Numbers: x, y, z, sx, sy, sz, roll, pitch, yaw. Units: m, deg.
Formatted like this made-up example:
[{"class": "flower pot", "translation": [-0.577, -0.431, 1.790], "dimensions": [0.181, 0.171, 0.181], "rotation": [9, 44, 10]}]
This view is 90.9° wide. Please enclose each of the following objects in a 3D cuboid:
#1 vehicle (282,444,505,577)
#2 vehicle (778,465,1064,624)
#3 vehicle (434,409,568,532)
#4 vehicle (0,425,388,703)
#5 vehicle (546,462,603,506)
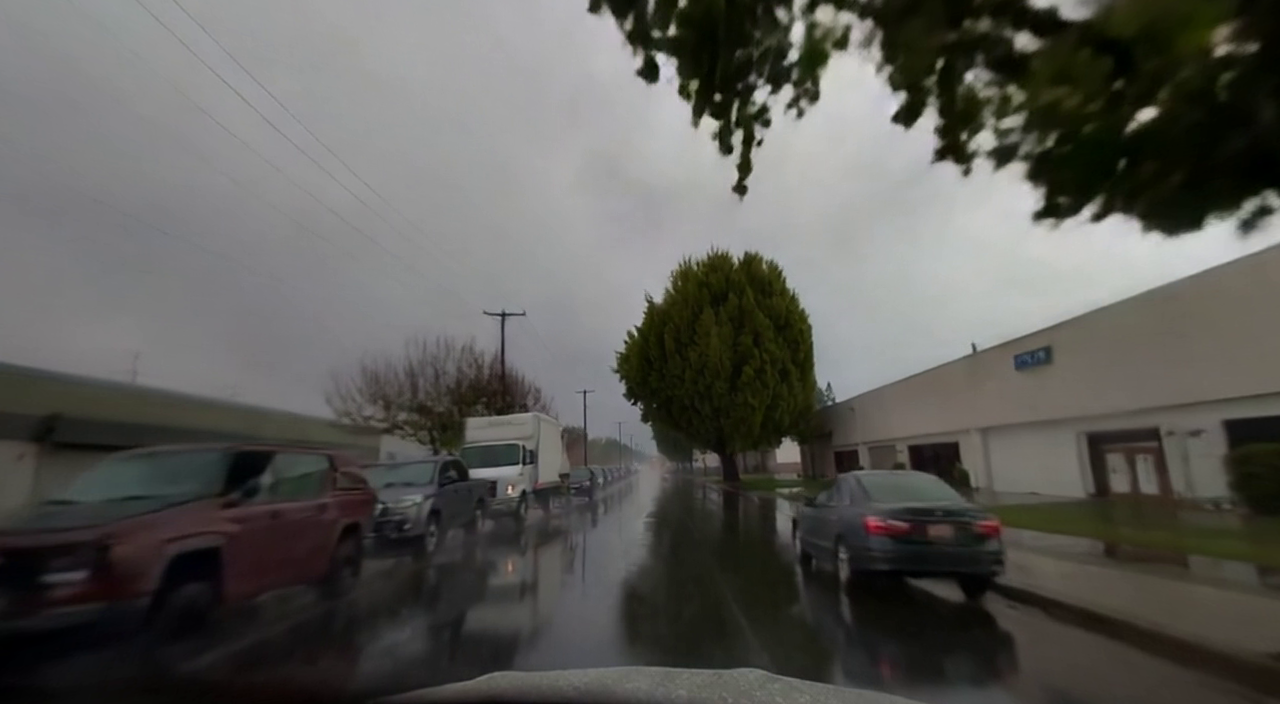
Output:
[{"class": "vehicle", "translation": [-3.732, 2.506, 10.493], "dimensions": [1.917, 1.735, 4.032], "rotation": [0, -11, 2]}, {"class": "vehicle", "translation": [3.052, 2.181, 7.896], "dimensions": [1.819, 1.446, 3.909], "rotation": [0, -11, 1]}, {"class": "vehicle", "translation": [-3.428, 3.174, 16.950], "dimensions": [2.242, 2.726, 5.581], "rotation": [0, -11, 0]}, {"class": "vehicle", "translation": [-3.845, 1.559, 5.212], "dimensions": [1.835, 1.625, 3.674], "rotation": [0, -11, 2]}, {"class": "vehicle", "translation": [-2.825, 5.833, 28.169], "dimensions": [1.886, 1.640, 4.311], "rotation": [1, -9, 2]}]
